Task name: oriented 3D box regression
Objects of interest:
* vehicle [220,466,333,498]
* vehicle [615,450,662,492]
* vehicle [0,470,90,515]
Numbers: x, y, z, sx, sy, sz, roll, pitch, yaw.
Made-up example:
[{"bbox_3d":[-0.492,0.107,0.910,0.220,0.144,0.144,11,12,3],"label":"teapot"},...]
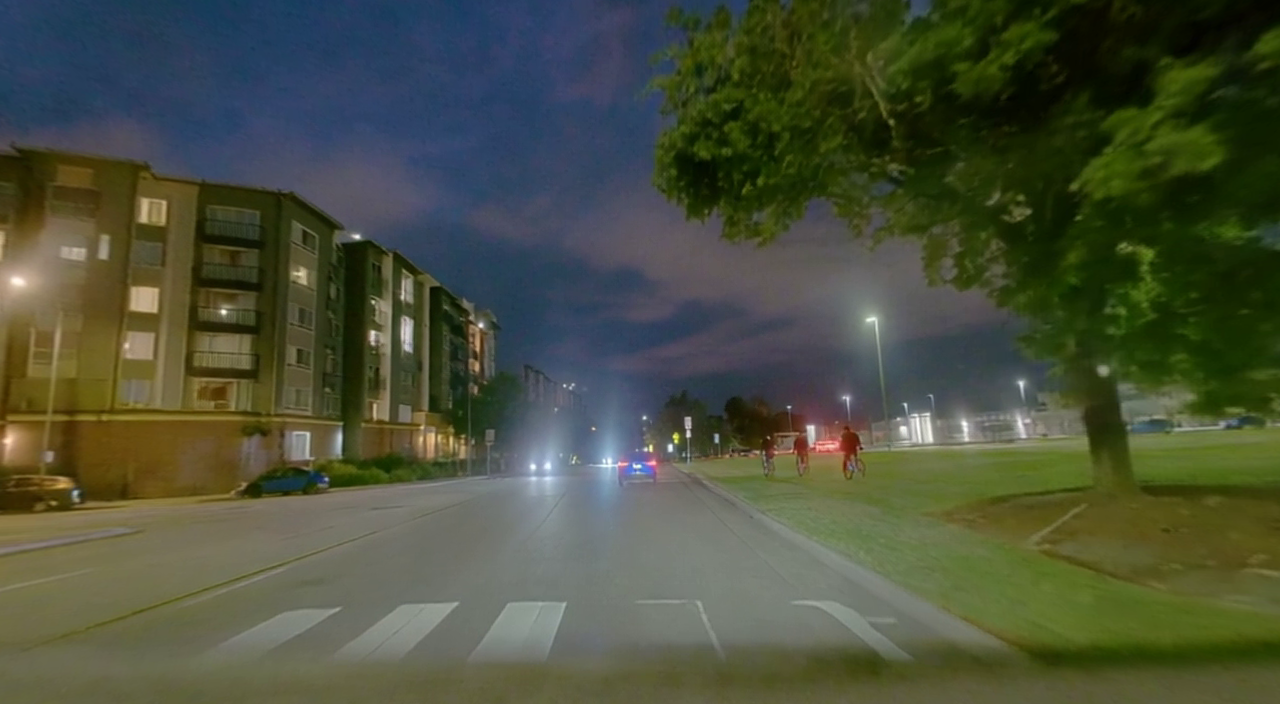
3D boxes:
[{"bbox_3d":[-18.882,6.718,32.867,2.116,1.409,4.607,-9,-12,43],"label":"vehicle"},{"bbox_3d":[-0.057,4.182,22.248,1.559,1.351,2.452,-1,-10,0],"label":"vehicle"},{"bbox_3d":[-25.515,5.748,25.898,2.038,1.618,4.086,-9,-12,43],"label":"vehicle"}]
